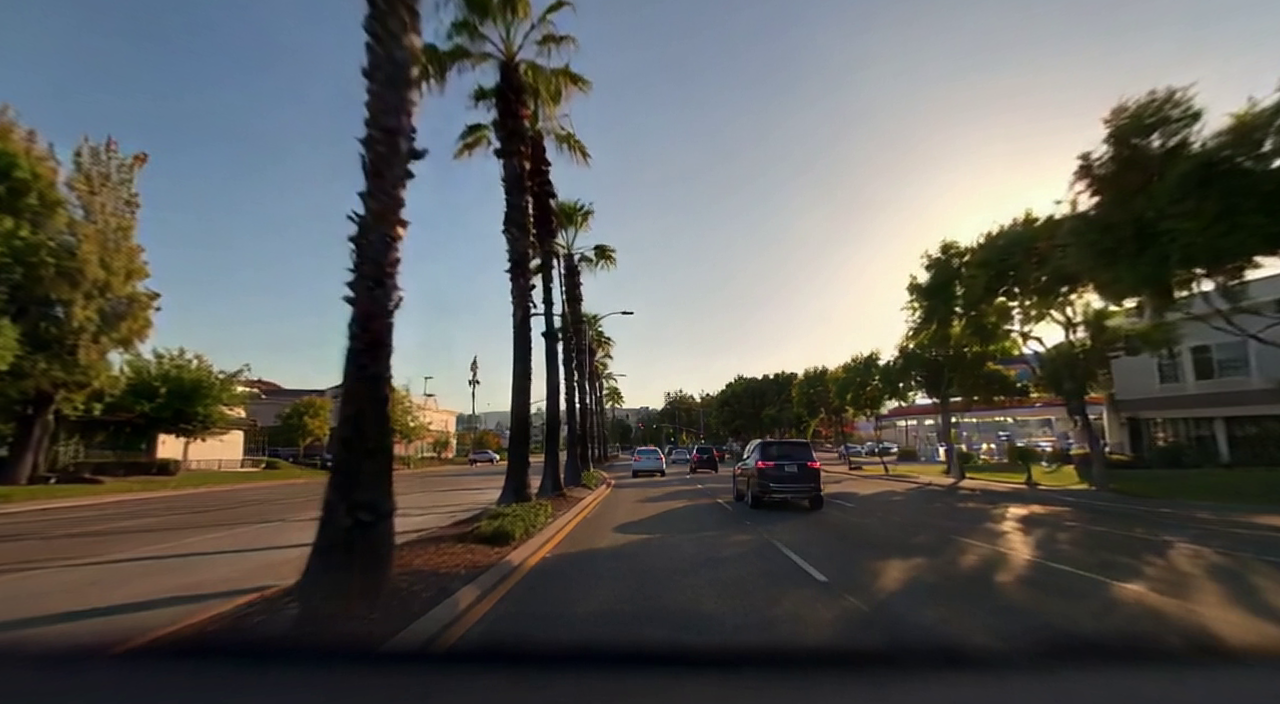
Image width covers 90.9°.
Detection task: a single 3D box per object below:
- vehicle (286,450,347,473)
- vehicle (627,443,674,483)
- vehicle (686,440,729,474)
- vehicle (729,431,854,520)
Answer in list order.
[{"bbox_3d":[-24.995,8.435,48.741,3.782,1.699,1.867,7,-11,-43],"label":"vehicle"},{"bbox_3d":[0.449,4.984,28.569,1.991,1.664,3.814,0,-8,0],"label":"vehicle"},{"bbox_3d":[4.193,6.580,39.858,2.154,1.975,4.634,0,-8,0],"label":"vehicle"},{"bbox_3d":[3.293,2.747,14.538,1.872,1.752,3.896,0,-8,0],"label":"vehicle"}]
